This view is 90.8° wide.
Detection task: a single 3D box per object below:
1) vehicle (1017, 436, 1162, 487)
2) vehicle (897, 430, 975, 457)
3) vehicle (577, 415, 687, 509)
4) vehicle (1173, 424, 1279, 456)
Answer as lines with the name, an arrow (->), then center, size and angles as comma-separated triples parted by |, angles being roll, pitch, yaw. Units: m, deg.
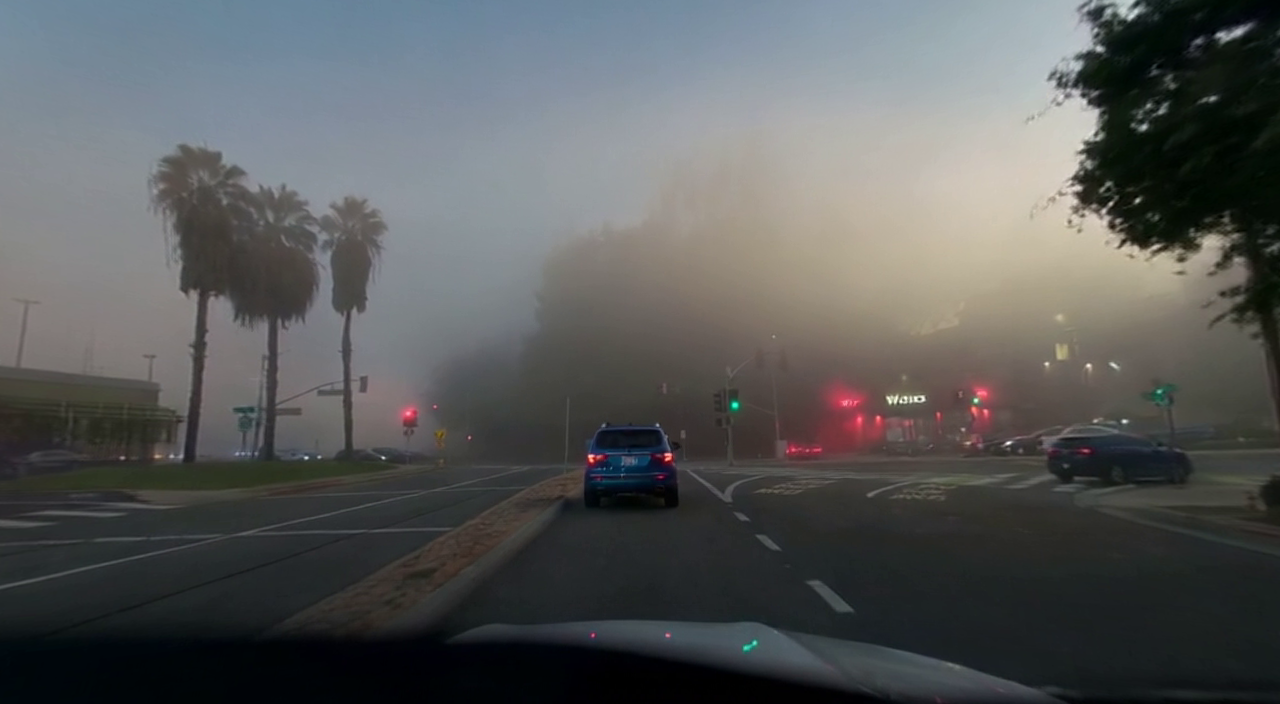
vehicle -> 15.343, 3.672, 21.572 | 4.542, 1.560, 2.086 | 4, -9, -28
vehicle -> 21.719, 6.753, 46.455 | 4.852, 1.847, 1.983 | -6, -10, 33
vehicle -> -0.095, 2.629, 15.516 | 2.263, 1.932, 4.709 | 0, -8, 2
vehicle -> 32.479, 4.890, 34.975 | 4.167, 1.655, 1.841 | -5, -10, 32
